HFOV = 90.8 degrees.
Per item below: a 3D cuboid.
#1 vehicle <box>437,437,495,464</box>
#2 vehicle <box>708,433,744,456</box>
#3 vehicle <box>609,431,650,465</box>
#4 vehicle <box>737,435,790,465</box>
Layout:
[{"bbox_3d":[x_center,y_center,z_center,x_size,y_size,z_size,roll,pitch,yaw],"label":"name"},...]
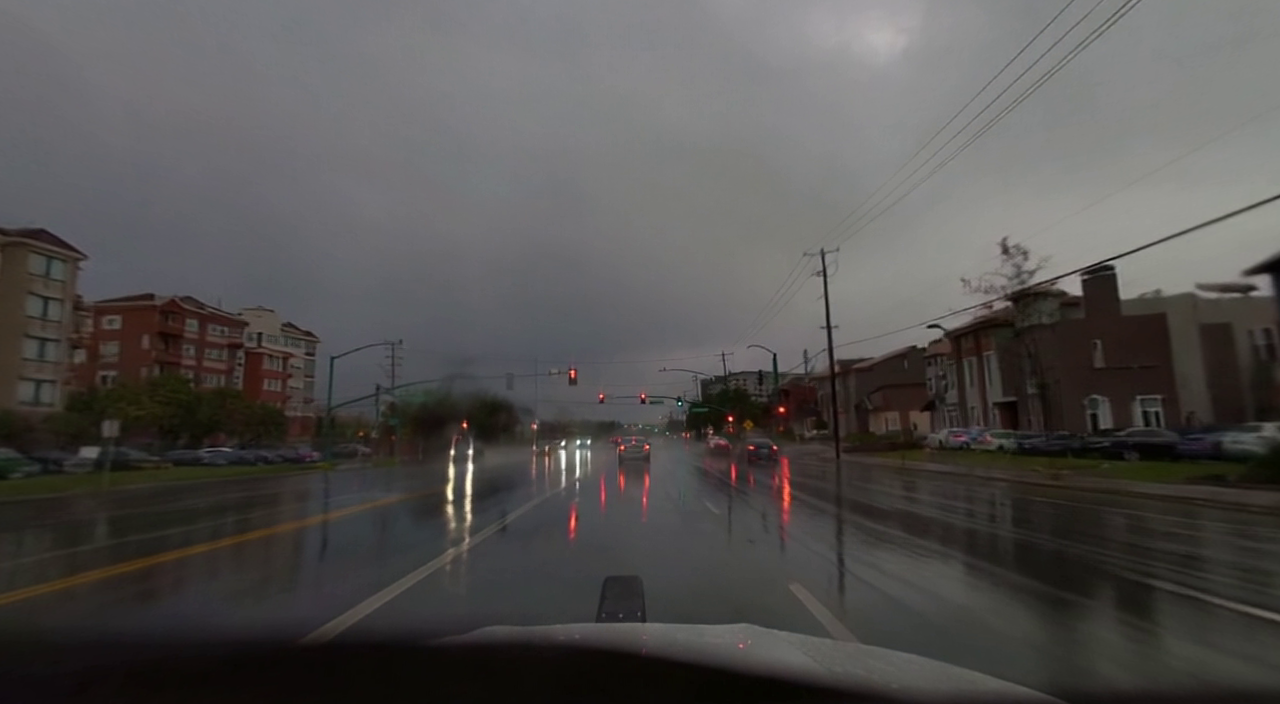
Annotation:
[{"bbox_3d":[-11.871,6.740,43.350,1.858,1.686,4.330,-2,-9,14],"label":"vehicle"},{"bbox_3d":[6.245,6.850,46.548,1.963,1.611,4.359,0,-9,-1],"label":"vehicle"},{"bbox_3d":[-0.508,4.962,32.687,2.032,1.593,3.896,0,-9,0],"label":"vehicle"},{"bbox_3d":[6.271,5.028,32.499,1.768,1.417,4.213,0,-9,-1],"label":"vehicle"}]
